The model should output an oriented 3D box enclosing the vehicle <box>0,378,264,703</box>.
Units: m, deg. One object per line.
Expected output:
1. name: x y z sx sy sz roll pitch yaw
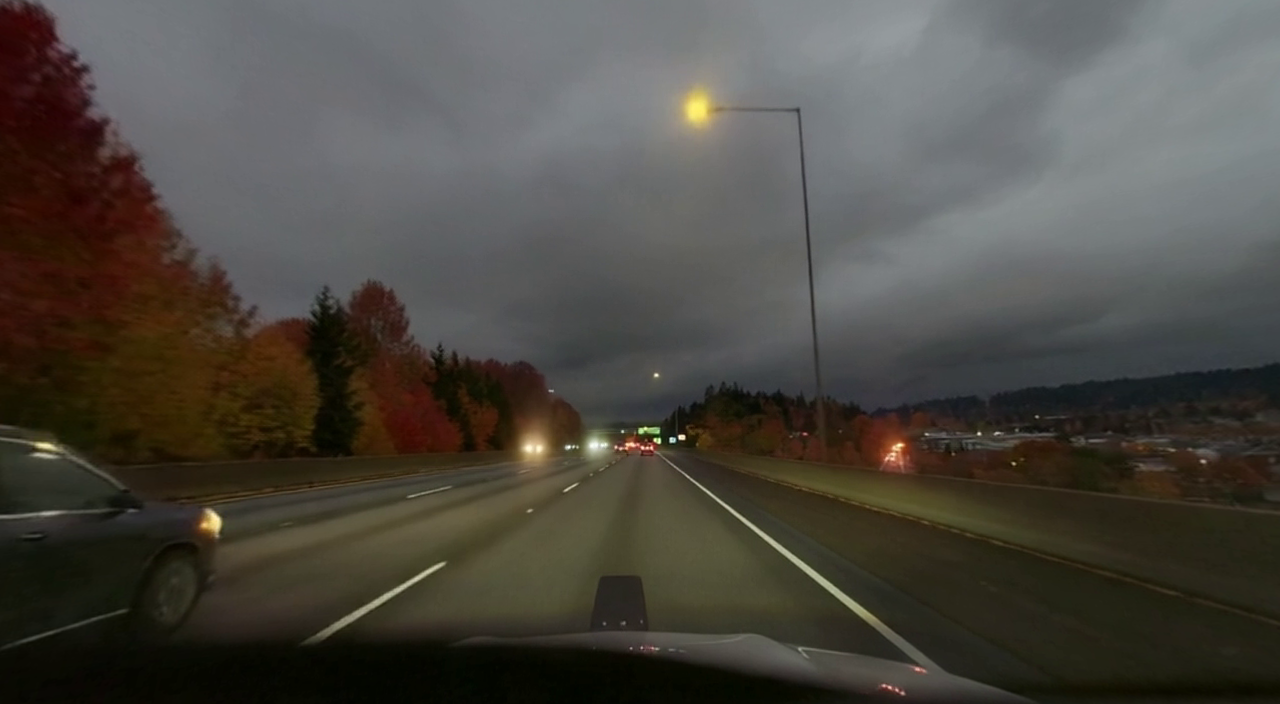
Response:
1. vehicle: -3.716 0.811 2.006 2.061 1.572 4.814 0 -8 0
